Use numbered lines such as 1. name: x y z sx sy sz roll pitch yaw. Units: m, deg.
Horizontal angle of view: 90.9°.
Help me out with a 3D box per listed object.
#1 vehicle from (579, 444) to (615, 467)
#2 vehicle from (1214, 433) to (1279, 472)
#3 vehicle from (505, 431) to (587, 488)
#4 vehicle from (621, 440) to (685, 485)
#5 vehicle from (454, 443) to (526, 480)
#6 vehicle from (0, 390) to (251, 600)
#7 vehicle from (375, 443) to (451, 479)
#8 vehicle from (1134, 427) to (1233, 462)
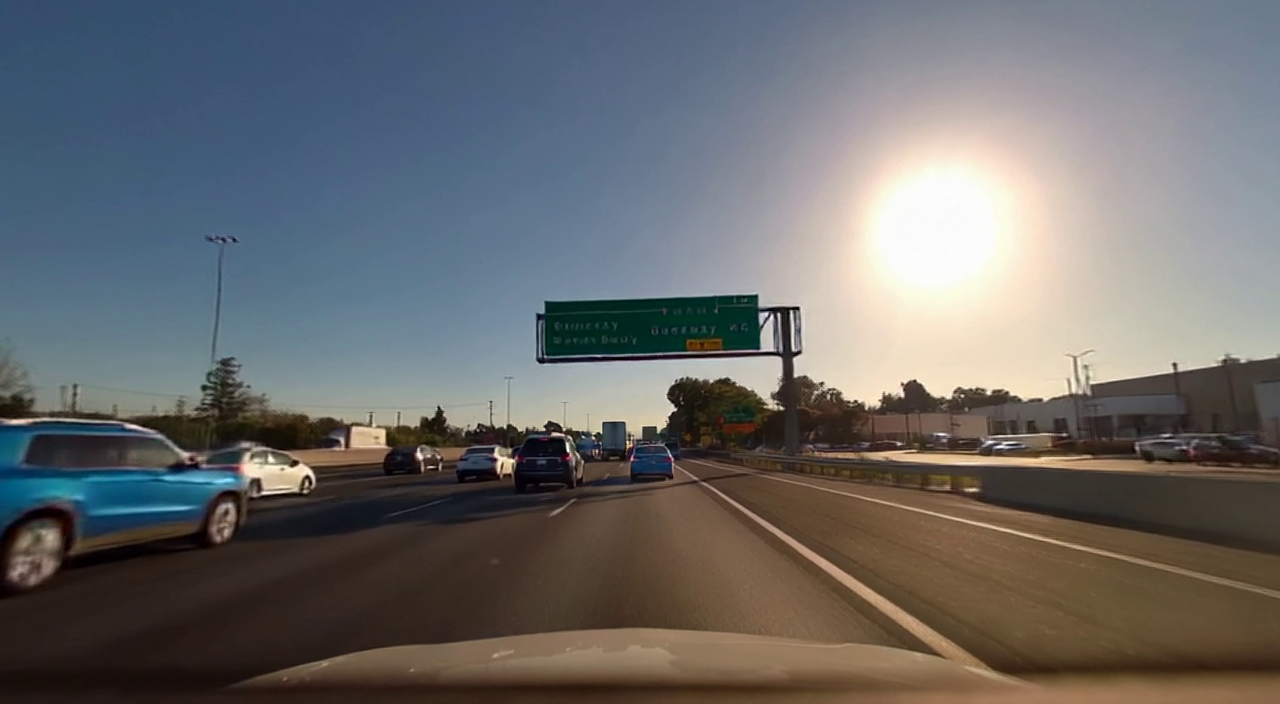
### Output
1. vehicle: -2.933 7.156 43.823 2.048 1.497 4.466 0 -8 1
2. vehicle: 30.856 4.825 30.479 1.858 1.741 4.683 -2 -7 1
3. vehicle: -3.080 3.645 21.648 2.007 1.730 4.412 0 -8 1
4. vehicle: 0.435 3.903 22.592 2.090 1.474 3.970 0 -8 1
5. vehicle: -6.321 4.650 27.110 1.933 1.439 4.441 0 -8 1
6. vehicle: -6.615 1.395 6.504 2.125 1.804 4.864 0 -8 -1
7. vehicle: -10.102 4.855 28.417 1.861 1.495 4.007 0 -8 1
8. vehicle: 30.862 5.299 35.968 1.939 1.888 3.984 0 -9 -1
